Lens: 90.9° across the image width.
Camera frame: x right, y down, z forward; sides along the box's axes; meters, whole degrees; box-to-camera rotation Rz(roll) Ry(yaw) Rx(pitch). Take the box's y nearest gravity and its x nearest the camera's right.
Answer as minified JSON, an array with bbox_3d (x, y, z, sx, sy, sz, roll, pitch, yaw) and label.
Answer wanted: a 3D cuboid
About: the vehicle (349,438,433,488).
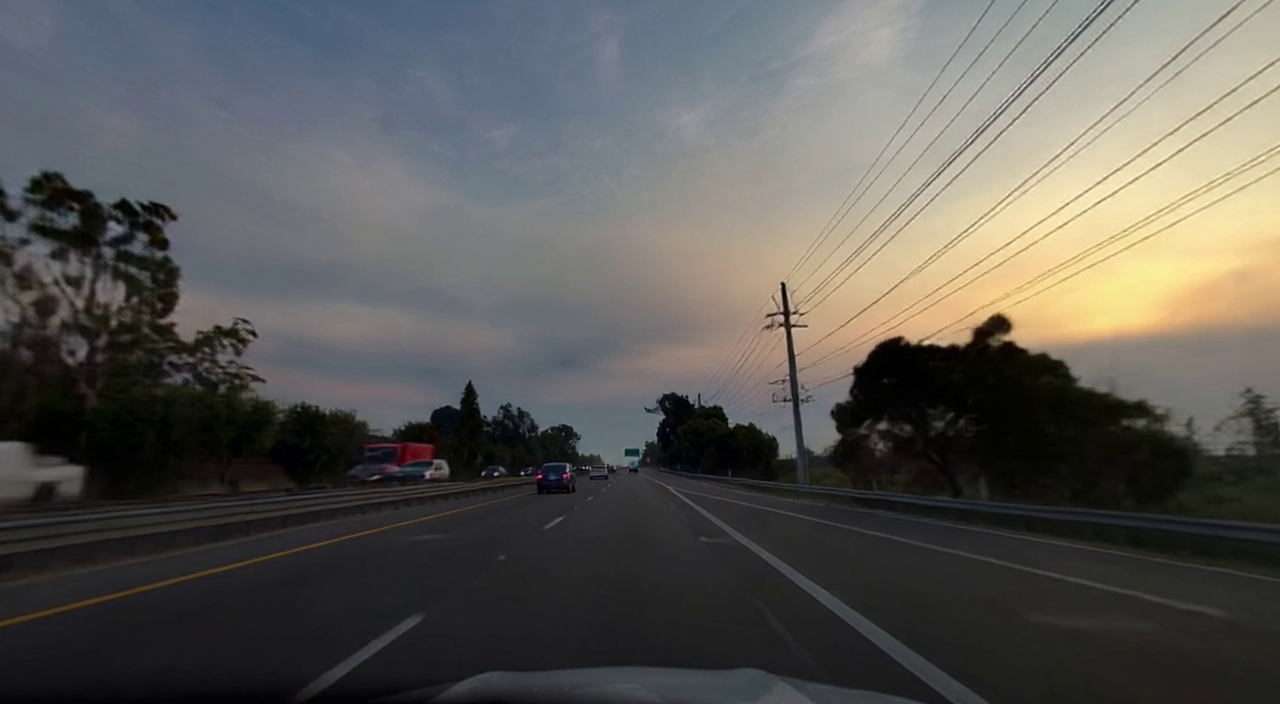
[{"bbox_3d":[-17.509,7.961,44.966,2.548,3.168,8.075,1,-11,0],"label":"vehicle"}]

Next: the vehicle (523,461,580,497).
[{"bbox_3d":[-3.972,5.831,29.063,1.963,1.501,4.227,1,-11,0],"label":"vehicle"}]

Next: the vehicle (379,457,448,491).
[{"bbox_3d":[-12.803,6.940,35.932,1.995,1.788,4.925,1,-11,1],"label":"vehicle"}]
